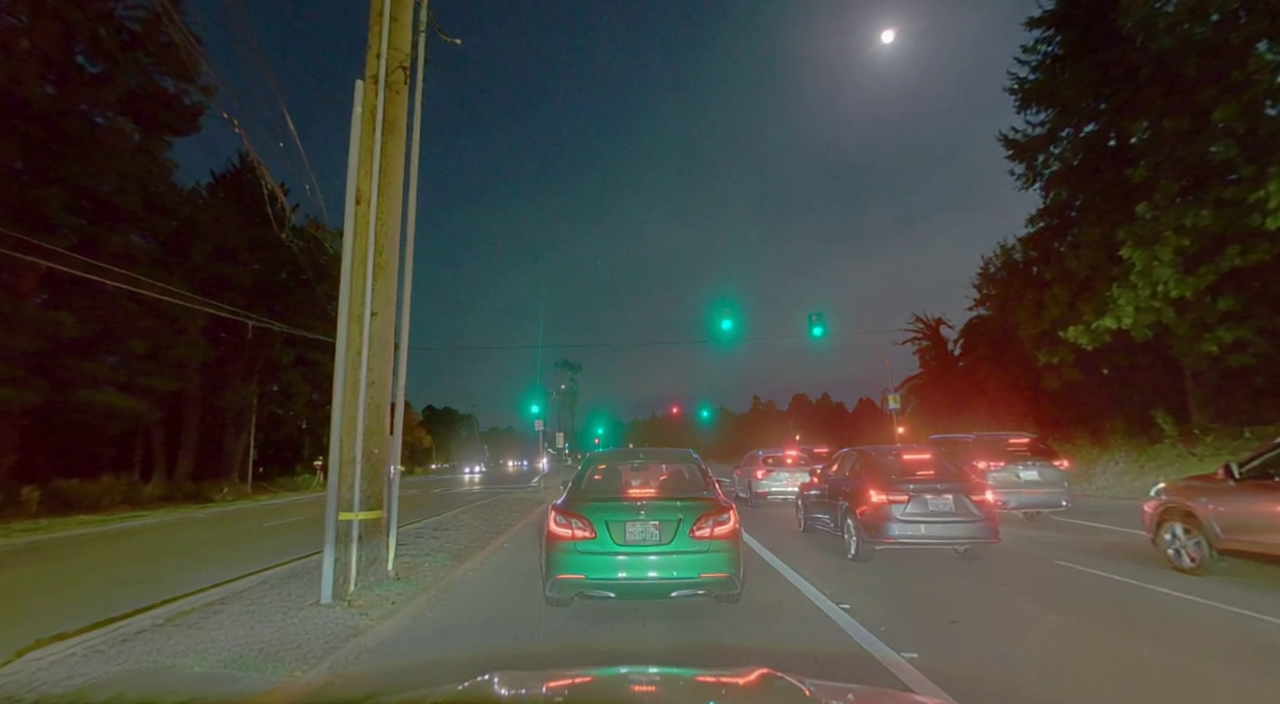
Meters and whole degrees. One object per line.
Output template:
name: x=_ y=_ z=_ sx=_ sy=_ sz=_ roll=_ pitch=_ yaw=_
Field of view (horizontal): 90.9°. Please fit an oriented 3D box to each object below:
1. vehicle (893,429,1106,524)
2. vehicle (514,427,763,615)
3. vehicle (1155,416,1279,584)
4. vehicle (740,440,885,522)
vehicle: x=7.018 y=2.467 z=12.923 sx=1.923 sy=1.611 sz=4.094 roll=0 pitch=-9 yaw=0
vehicle: x=0.007 y=1.685 z=7.135 sx=2.015 sy=1.502 sz=3.898 roll=0 pitch=-9 yaw=1
vehicle: x=6.933 y=1.339 z=5.584 sx=1.783 sy=1.572 sz=3.421 roll=0 pitch=-9 yaw=1
vehicle: x=3.529 y=2.725 z=13.868 sx=1.934 sy=1.494 sz=4.446 roll=0 pitch=-9 yaw=0
